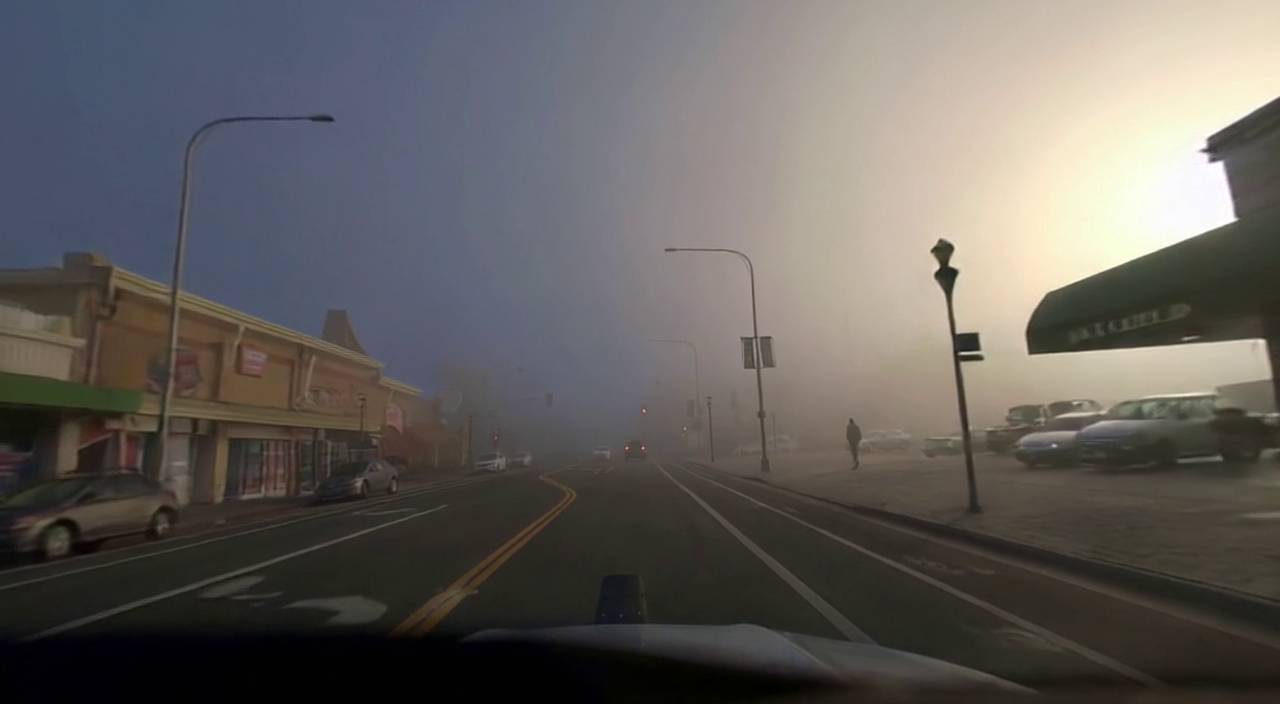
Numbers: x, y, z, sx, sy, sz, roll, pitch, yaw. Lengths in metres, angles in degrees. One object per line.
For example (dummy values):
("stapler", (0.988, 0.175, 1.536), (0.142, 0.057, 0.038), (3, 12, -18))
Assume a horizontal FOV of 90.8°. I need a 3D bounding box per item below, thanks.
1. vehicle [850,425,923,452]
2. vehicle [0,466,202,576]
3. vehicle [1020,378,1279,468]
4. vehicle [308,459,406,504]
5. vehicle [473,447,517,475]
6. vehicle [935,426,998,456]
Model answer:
("vehicle", (16.948, 5.976, 43.562), (4.135, 1.753, 2.122), (-1, -9, 1))
("vehicle", (-10.855, 3.071, 12.178), (1.837, 1.586, 4.155), (0, -8, 0))
("vehicle", (12.862, 1.930, 16.500), (2.532, 1.997, 5.001), (0, -8, -3))
("vehicle", (-11.003, 5.034, 24.958), (1.828, 1.470, 4.523), (0, -8, 0))
("vehicle", (-10.843, 8.134, 47.516), (2.033, 1.930, 4.786), (-1, -8, 2))
("vehicle", (17.102, 4.693, 33.294), (1.773, 1.446, 4.421), (-3, -8, 12))
